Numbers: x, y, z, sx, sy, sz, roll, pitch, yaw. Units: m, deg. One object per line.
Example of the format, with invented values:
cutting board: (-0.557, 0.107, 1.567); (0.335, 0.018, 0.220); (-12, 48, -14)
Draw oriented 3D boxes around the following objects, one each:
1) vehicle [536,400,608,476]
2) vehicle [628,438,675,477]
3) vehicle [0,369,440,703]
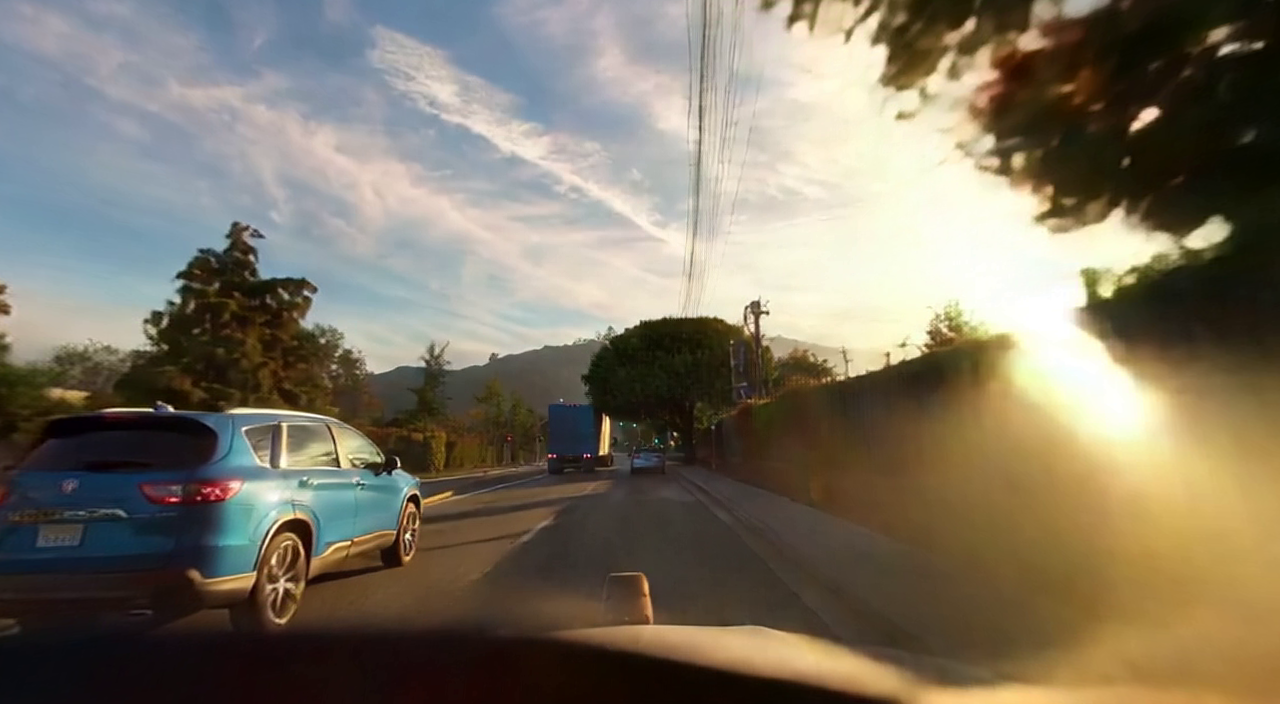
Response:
vehicle: (-3.526, 4.869, 35.203); (2.928, 3.658, 8.980); (0, -9, 0)
vehicle: (0.548, 5.156, 30.971); (2.174, 1.749, 4.113); (0, -9, 1)
vehicle: (-3.632, 1.341, 5.663); (2.093, 1.832, 4.508); (0, -9, 1)
